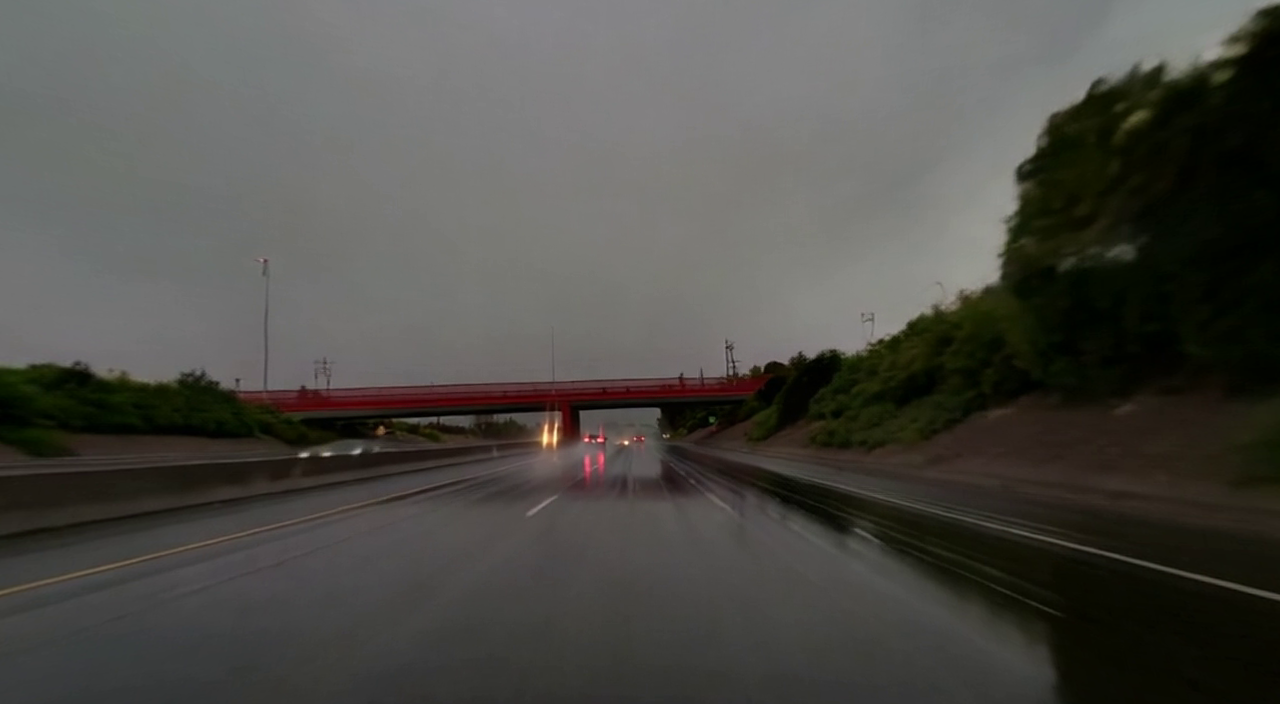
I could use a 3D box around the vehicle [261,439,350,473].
[{"bbox_3d":[-16.421,5.082,31.278,1.867,1.512,4.741,0,-8,0],"label":"vehicle"}]
